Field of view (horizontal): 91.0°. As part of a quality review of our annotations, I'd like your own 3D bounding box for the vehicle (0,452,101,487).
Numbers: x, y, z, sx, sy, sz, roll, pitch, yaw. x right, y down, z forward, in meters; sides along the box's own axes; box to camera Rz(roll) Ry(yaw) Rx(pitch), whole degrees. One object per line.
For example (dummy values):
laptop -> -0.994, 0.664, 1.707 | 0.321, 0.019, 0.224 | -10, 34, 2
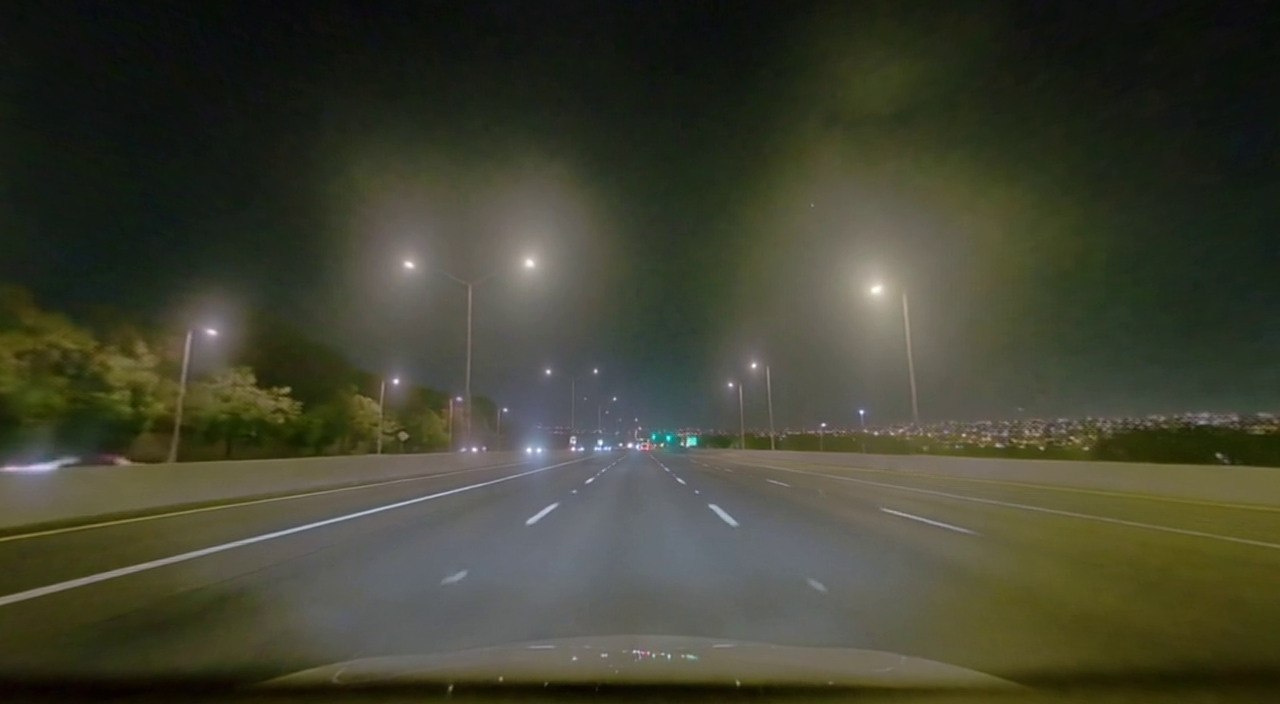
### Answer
vehicle -> -28.963, 5.623, 30.437 | 1.840, 1.518, 4.430 | 0, -9, 0
